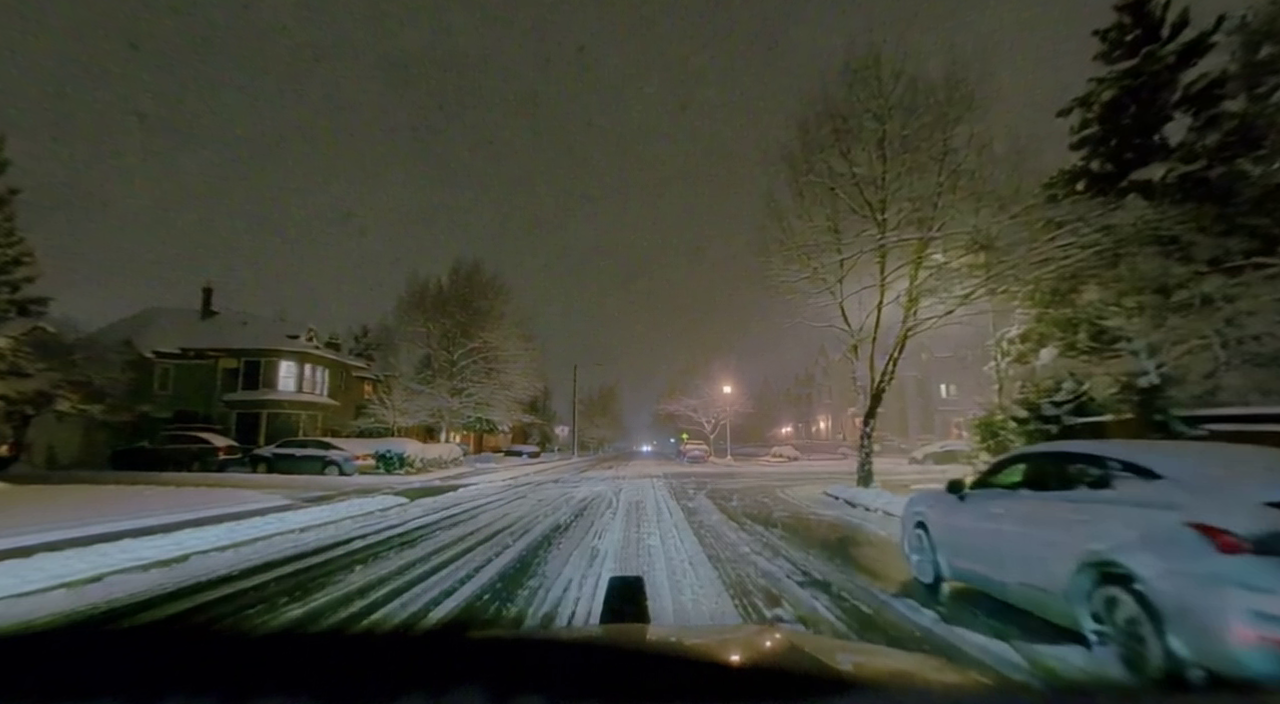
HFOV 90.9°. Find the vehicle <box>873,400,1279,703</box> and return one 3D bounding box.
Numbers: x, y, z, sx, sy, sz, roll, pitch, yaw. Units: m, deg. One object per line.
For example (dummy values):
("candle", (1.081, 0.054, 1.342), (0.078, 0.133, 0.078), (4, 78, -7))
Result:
("vehicle", (3.663, 1.295, 4.673), (1.928, 1.567, 4.900), (0, -9, -1))

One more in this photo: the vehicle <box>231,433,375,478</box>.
("vehicle", (-13.191, 4.076, 24.909), (4.543, 1.691, 1.957), (0, -9, 0))

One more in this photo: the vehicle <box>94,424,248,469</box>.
("vehicle", (-18.458, 3.751, 24.971), (4.530, 1.678, 1.994), (-1, -8, 2))

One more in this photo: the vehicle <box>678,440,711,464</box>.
("vehicle", (4.130, 7.668, 48.383), (2.046, 1.760, 4.570), (0, -9, -1))
